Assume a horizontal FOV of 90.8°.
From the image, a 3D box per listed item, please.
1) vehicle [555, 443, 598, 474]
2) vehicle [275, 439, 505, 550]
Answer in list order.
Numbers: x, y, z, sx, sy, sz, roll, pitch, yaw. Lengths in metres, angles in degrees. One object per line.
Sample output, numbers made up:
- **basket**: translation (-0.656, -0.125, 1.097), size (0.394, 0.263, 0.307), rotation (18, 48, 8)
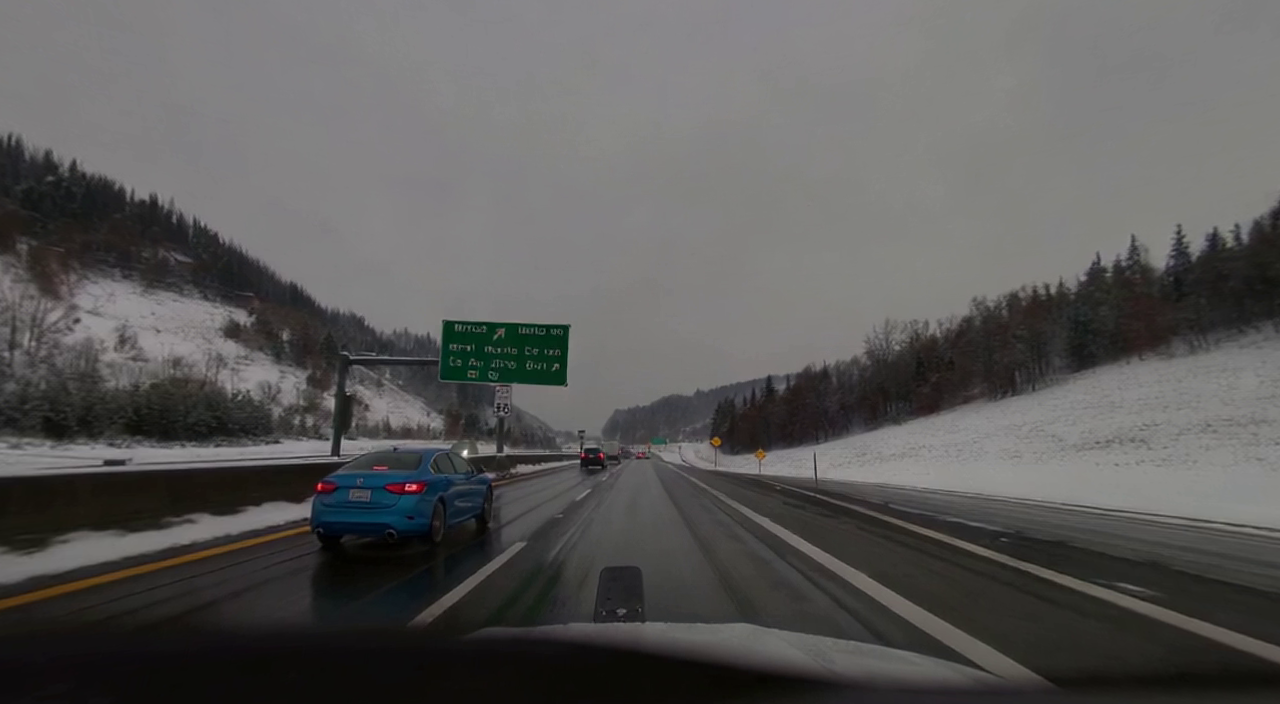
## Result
- **vehicle**: translation (-3.666, 6.269, 37.223), size (2.073, 1.694, 4.162), rotation (0, -9, 1)
- **vehicle**: translation (-3.779, 2.228, 10.596), size (1.988, 1.440, 4.504), rotation (0, -9, 0)
